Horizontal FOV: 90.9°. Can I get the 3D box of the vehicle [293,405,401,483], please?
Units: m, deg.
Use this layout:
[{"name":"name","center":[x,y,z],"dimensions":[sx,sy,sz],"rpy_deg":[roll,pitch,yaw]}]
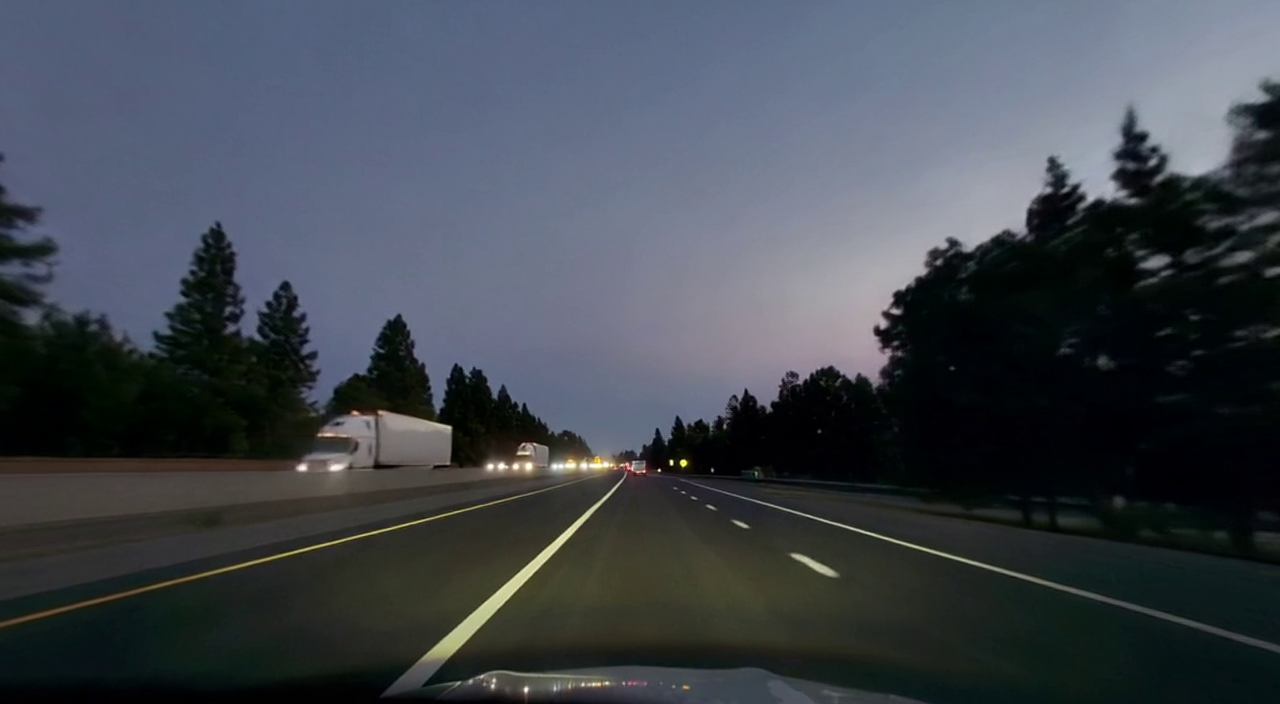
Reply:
[{"name":"vehicle","center":[-16.119,5.256,35.301],"dimensions":[2.986,3.926,5.923],"rpy_deg":[1,-10,0]}]
